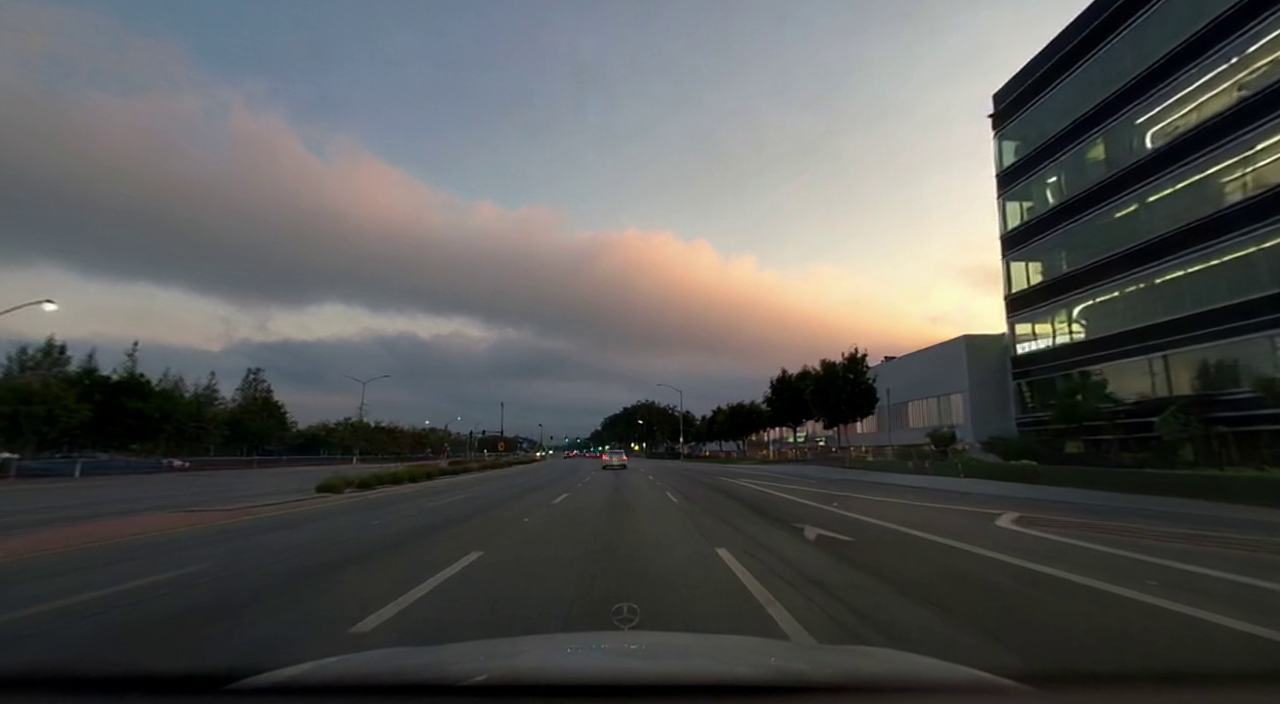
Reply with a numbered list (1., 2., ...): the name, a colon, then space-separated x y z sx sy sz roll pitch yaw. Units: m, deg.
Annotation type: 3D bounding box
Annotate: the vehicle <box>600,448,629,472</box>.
1. vehicle: -1.946 8.072 47.378 2.038 1.682 3.844 0 -8 -4
